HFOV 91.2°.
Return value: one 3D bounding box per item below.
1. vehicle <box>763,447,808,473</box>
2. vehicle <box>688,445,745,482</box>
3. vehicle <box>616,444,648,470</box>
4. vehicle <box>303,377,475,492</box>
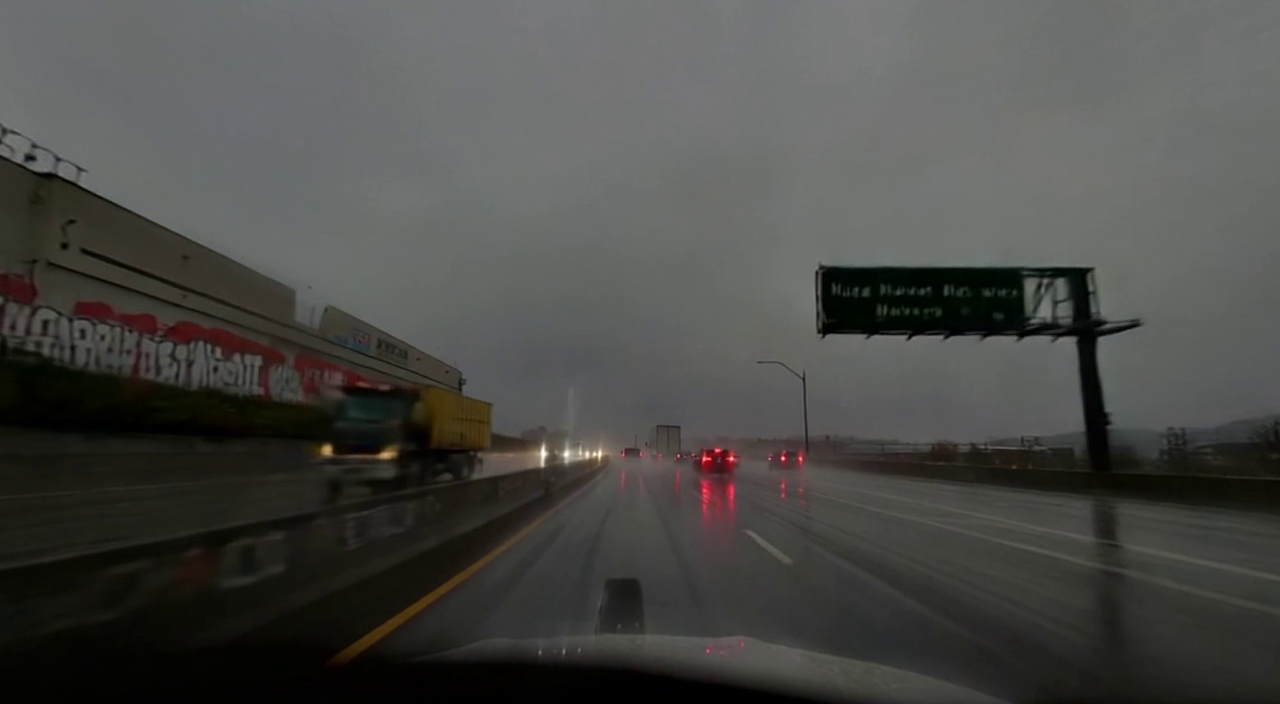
[{"bbox_3d":[9.909,7.378,42.951,2.107,1.648,4.324,-1,-9,1],"label":"vehicle"},{"bbox_3d":[3.522,5.262,29.867,2.045,1.605,4.674,0,-9,-1],"label":"vehicle"},{"bbox_3d":[-0.586,7.510,44.879,2.169,1.753,4.151,0,-9,-1],"label":"vehicle"},{"bbox_3d":[-8.422,3.024,22.448,2.794,3.367,8.009,0,-9,0],"label":"vehicle"}]
